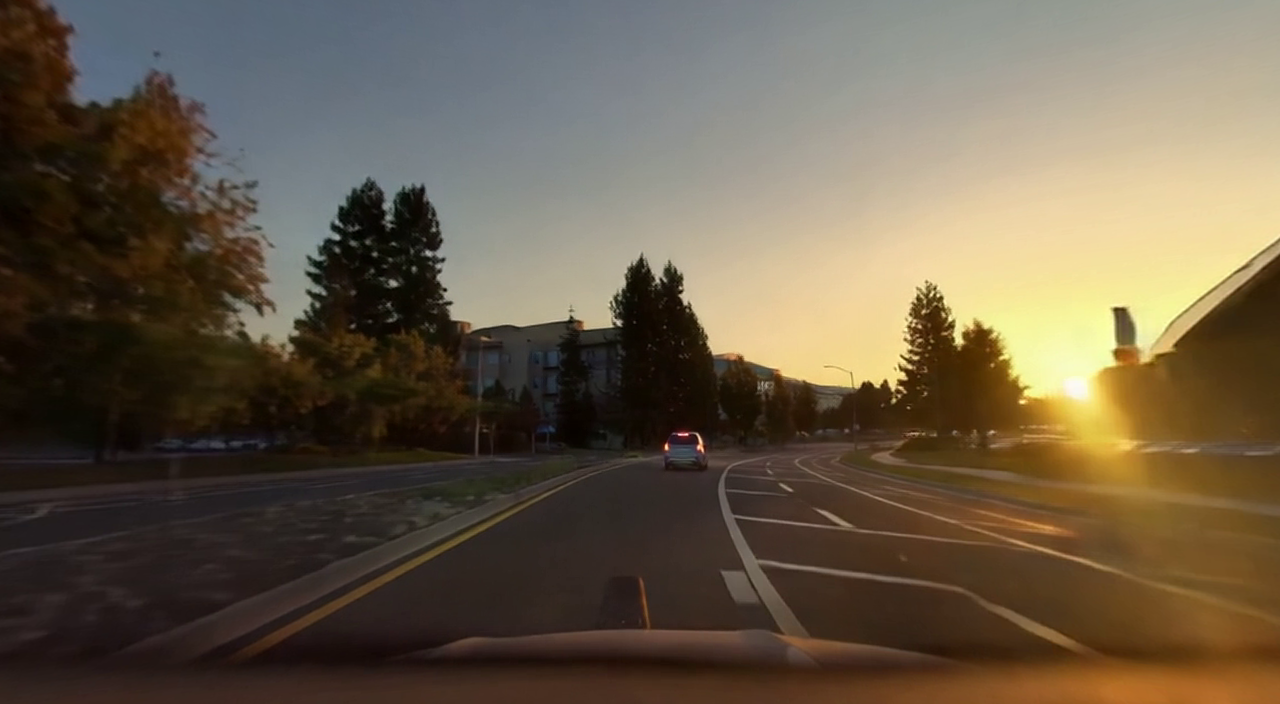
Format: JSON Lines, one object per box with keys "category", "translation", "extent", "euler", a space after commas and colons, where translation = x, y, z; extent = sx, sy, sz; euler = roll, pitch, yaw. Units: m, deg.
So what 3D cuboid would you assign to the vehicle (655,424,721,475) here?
{"category": "vehicle", "translation": [2.183, 4.145, 26.979], "extent": [2.371, 1.926, 5.615], "euler": [-1, -8, 9]}
